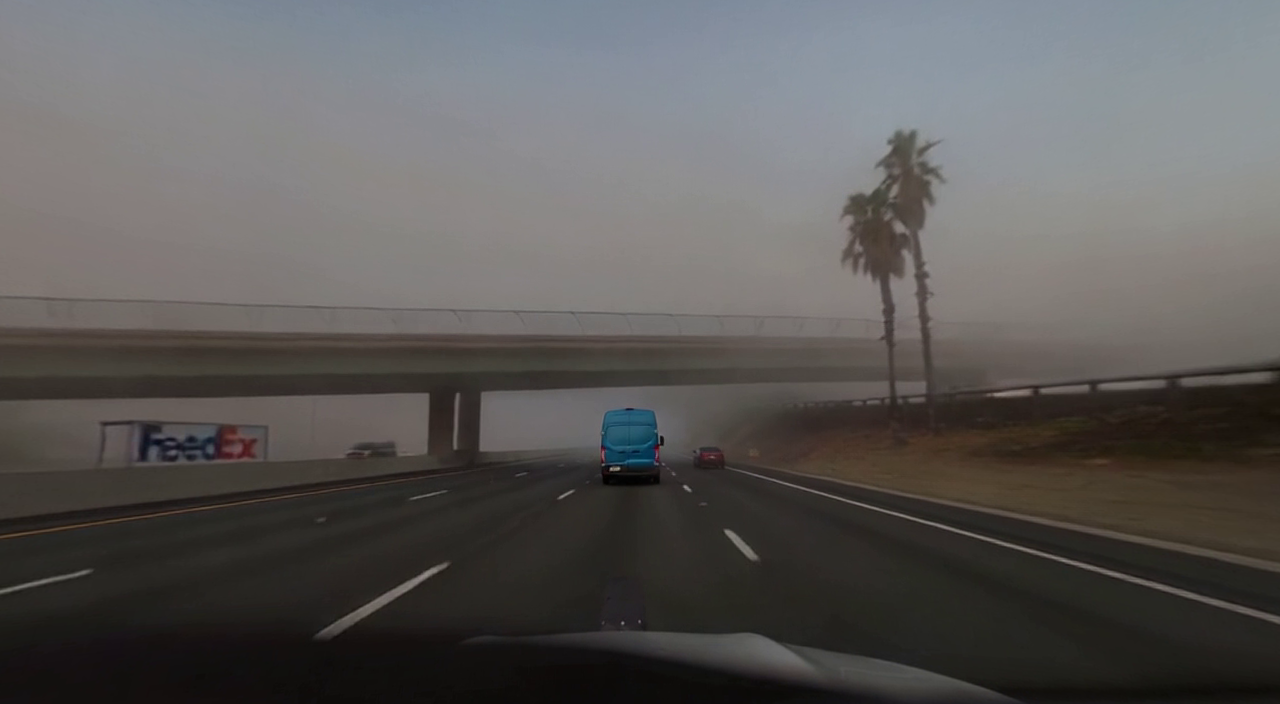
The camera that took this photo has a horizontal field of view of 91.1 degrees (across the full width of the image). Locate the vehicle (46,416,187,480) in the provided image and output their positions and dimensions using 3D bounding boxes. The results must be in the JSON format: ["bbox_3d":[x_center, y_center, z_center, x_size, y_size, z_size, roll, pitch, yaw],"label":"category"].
[{"bbox_3d":[-36.012,6.692,43.710,2.962,3.998,7.500,0,-9,2],"label":"vehicle"}]

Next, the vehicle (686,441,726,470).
[{"bbox_3d":[3.963,6.233,38.135,1.987,1.648,3.984,0,-9,0],"label":"vehicle"}]

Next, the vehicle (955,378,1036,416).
[{"bbox_3d":[24.826,3.247,44.126,2.445,2.240,5.659,-2,-8,2],"label":"vehicle"}]

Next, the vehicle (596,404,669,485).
[{"bbox_3d":[-0.148,3.631,24.690,2.476,2.776,5.598,-1,-9,3],"label":"vehicle"}]

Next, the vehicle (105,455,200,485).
[{"bbox_3d":[-28.086,6.808,36.385,1.806,1.532,4.456,0,-9,1],"label":"vehicle"}]
